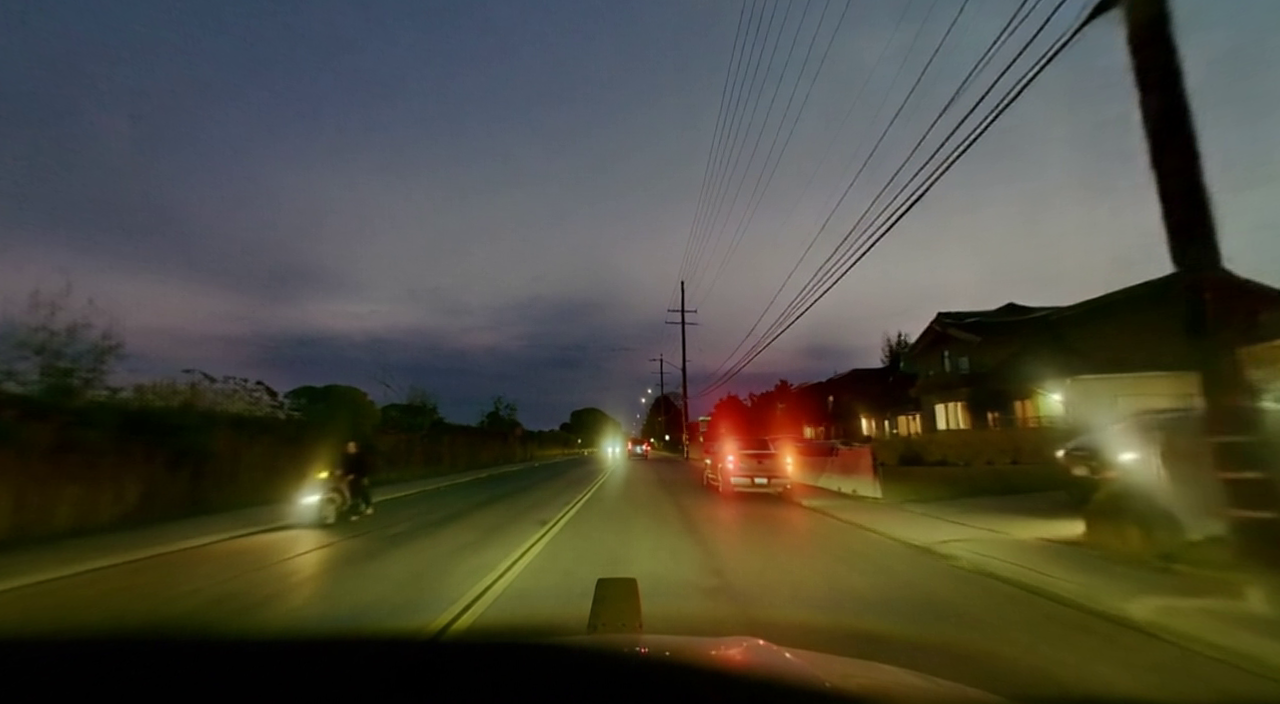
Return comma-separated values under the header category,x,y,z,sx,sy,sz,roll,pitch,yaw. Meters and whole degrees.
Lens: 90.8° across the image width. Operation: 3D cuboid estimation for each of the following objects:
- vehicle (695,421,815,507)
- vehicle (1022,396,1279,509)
category,x,y,z,sx,sy,sz,roll,pitch,yaw
vehicle,3.084,3.169,18.364,2.278,1.933,5.860,4,-9,0
vehicle,11.131,1.932,12.282,5.846,1.971,2.273,0,-8,1
